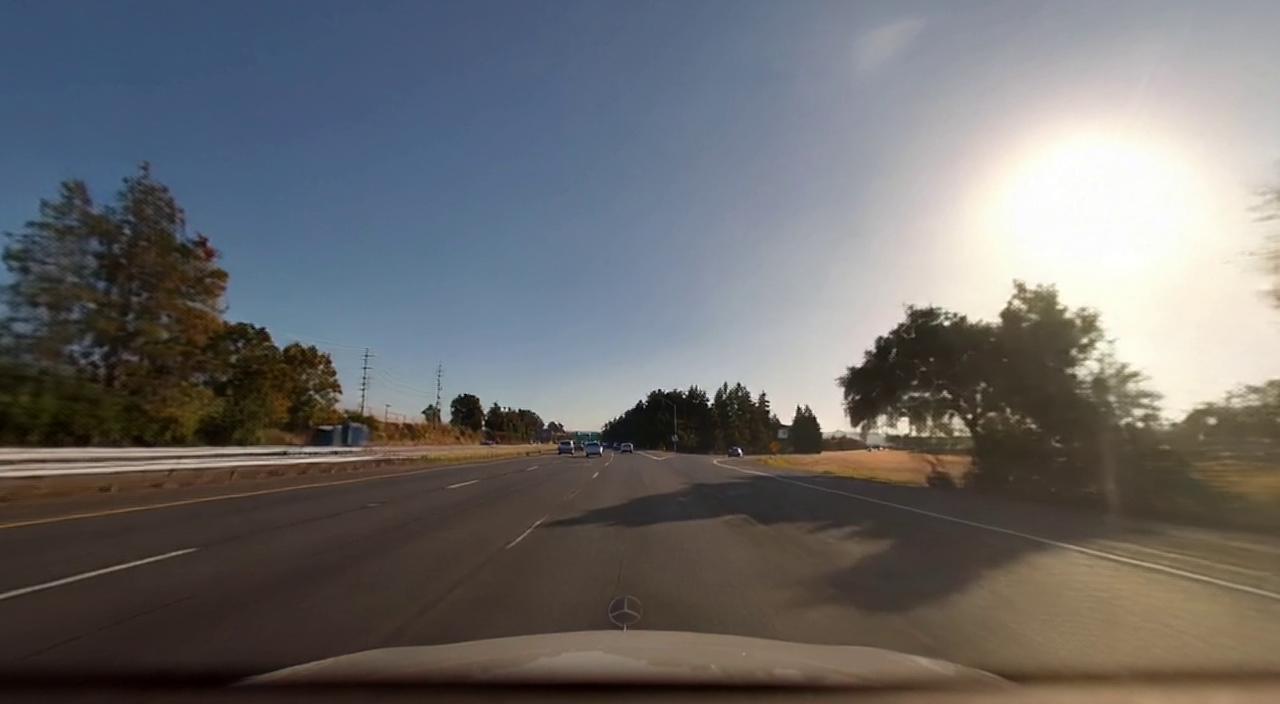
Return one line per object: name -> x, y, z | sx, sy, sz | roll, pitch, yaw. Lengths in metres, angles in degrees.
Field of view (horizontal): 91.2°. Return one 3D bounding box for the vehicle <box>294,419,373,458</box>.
vehicle -> -21.295, 6.083, 43.965 | 2.396, 2.530, 6.033 | 0, -8, 0
